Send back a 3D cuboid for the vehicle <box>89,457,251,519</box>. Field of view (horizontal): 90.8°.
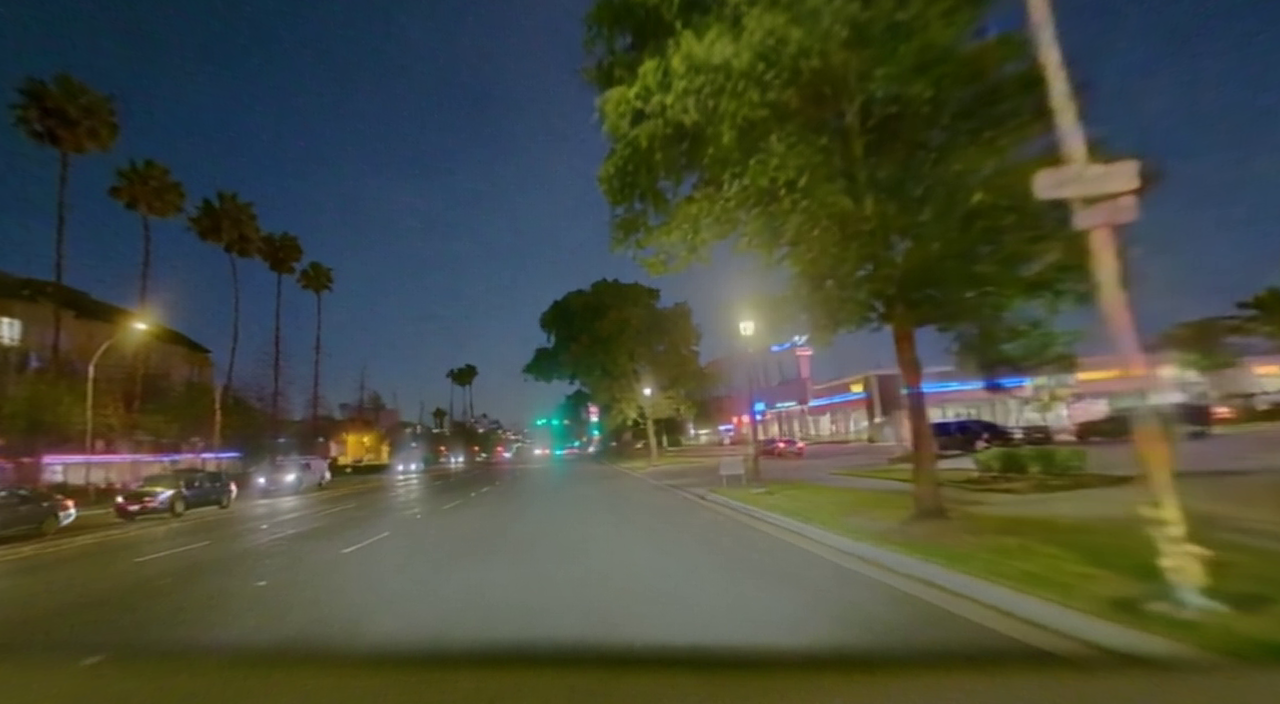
[{"bbox_3d":[-15.252,4.370,20.906,2.199,1.696,4.440,1,-8,-6],"label":"vehicle"}]

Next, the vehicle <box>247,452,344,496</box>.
[{"bbox_3d":[-16.348,5.776,30.320,2.306,1.807,4.927,1,-8,-6],"label":"vehicle"}]
